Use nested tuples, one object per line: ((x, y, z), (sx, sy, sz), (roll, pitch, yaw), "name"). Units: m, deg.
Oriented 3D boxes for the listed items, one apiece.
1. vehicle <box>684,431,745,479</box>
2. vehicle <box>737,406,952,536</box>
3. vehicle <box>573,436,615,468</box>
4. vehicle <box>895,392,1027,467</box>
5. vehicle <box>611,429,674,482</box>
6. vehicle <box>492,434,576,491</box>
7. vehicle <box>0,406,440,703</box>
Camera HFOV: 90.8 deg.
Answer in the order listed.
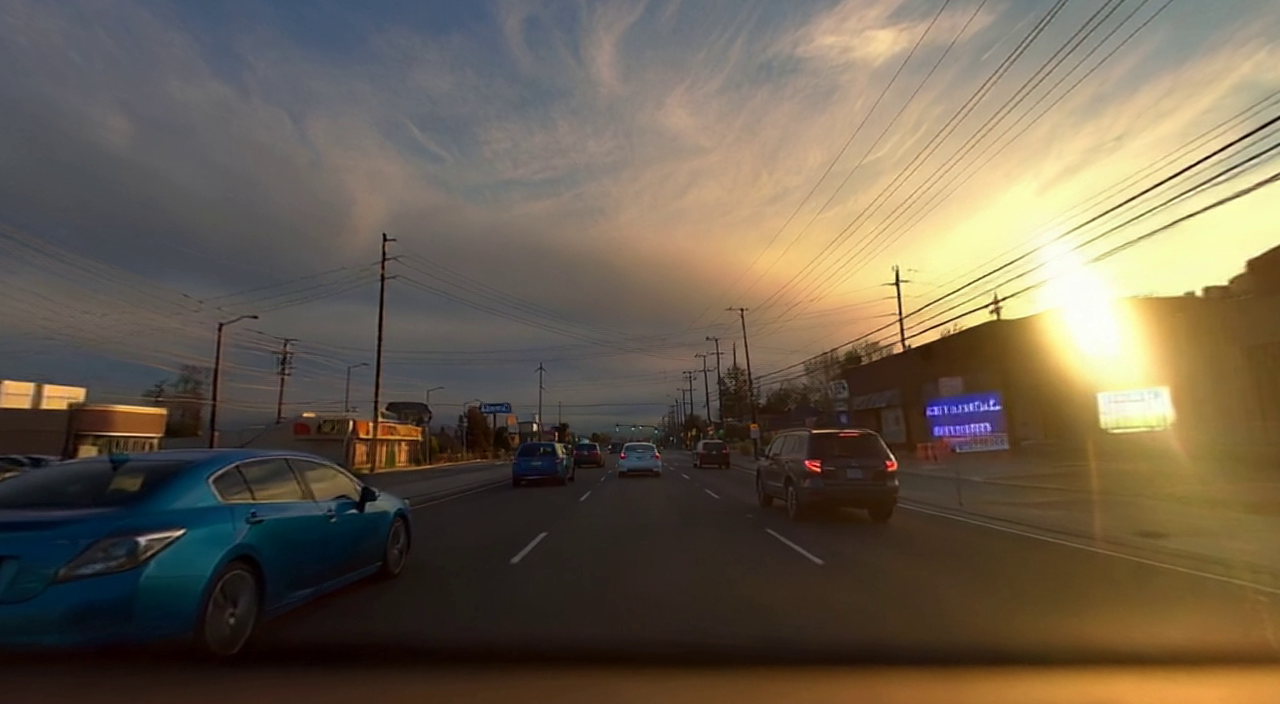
((3.122, 4.417, 27.353), (2.026, 1.904, 4.102), (0, -8, -1), "vehicle")
((3.400, 2.114, 11.832), (2.282, 1.897, 4.915), (0, -8, -1), "vehicle")
((-3.003, 6.686, 42.456), (2.405, 2.009, 5.909), (0, -8, 0), "vehicle")
((12.549, 3.137, 25.258), (2.477, 2.665, 5.203), (0, -8, 1), "vehicle")
((0.047, 4.145, 25.574), (2.326, 1.925, 4.253), (0, -8, -1), "vehicle")
((-3.327, 3.557, 20.668), (2.051, 1.671, 3.861), (0, -8, 0), "vehicle")
((-3.247, 1.293, 4.749), (2.022, 1.498, 4.471), (0, -8, 0), "vehicle")
